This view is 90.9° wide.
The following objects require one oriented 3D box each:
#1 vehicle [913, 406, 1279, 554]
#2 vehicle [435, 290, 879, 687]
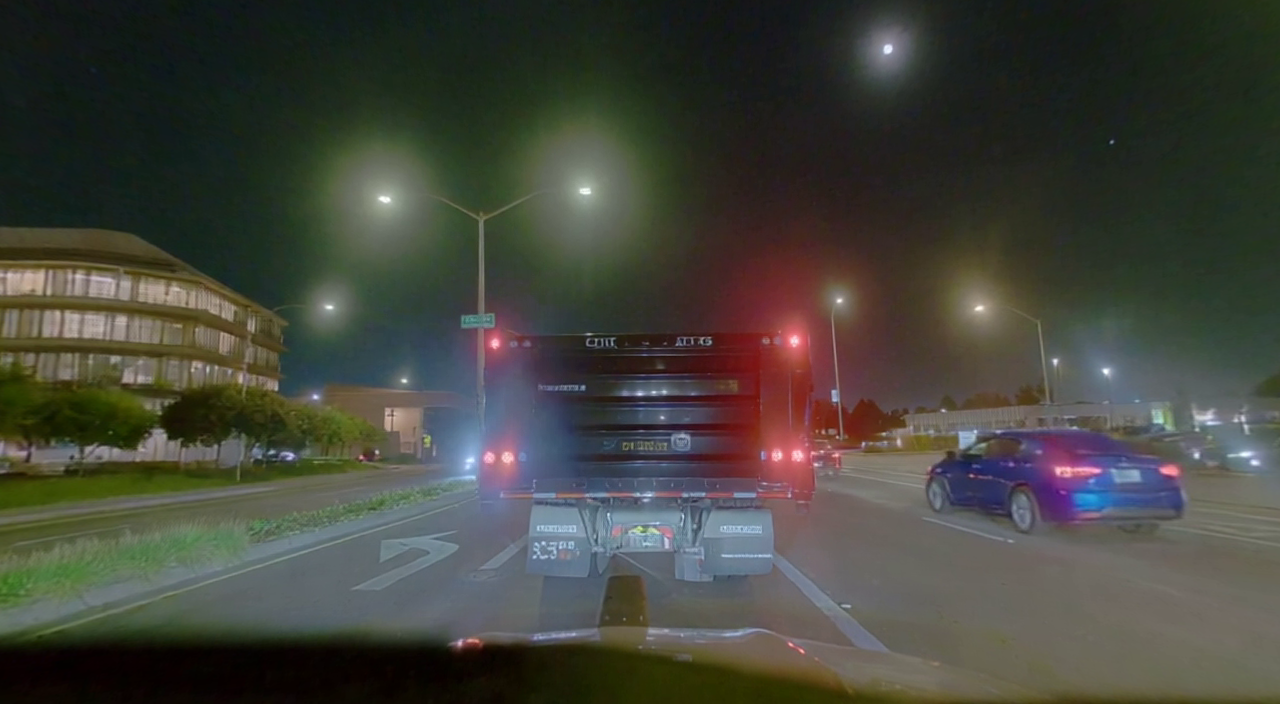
[{"bbox_3d":[6.802,1.964,10.453,2.363,1.825,4.989,-1,-8,1],"label":"vehicle"},{"bbox_3d":[0.238,1.307,7.399,2.650,2.391,7.008,-1,-8,3],"label":"vehicle"}]
